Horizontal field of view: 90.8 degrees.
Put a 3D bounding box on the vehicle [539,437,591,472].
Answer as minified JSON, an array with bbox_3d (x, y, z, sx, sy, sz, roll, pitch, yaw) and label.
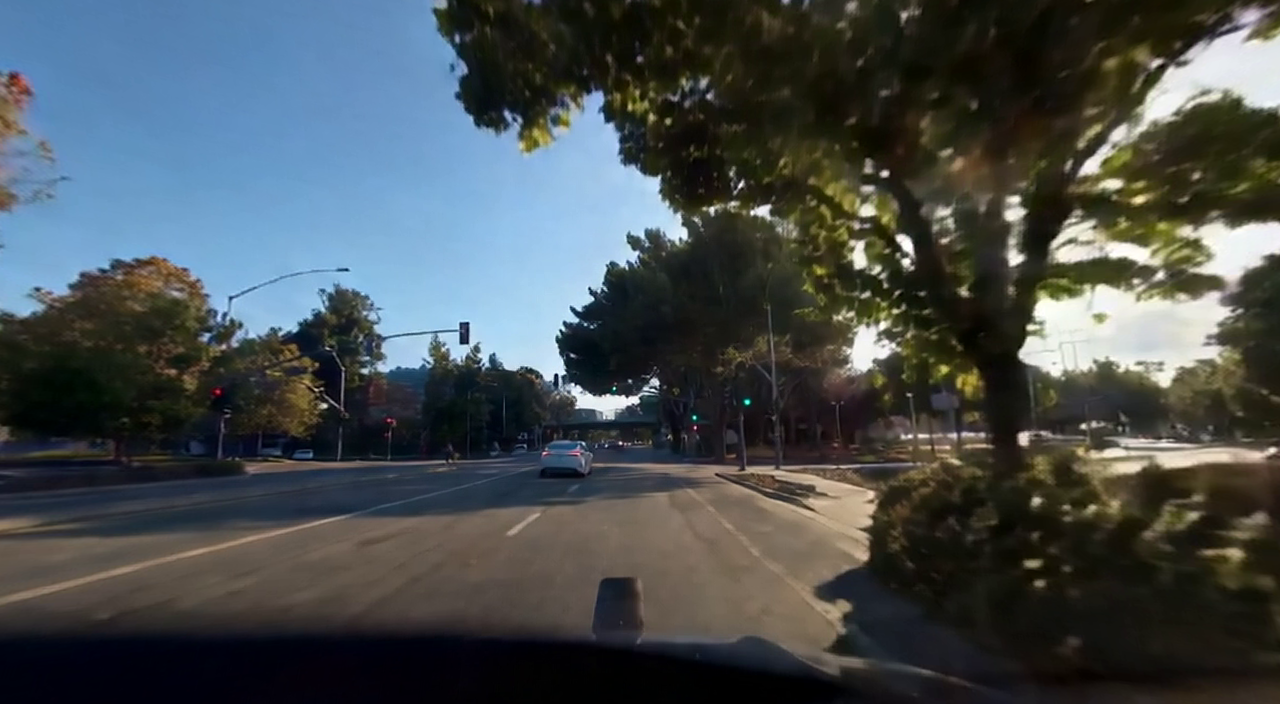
[{"bbox_3d":[-3.604,5.041,31.332,2.076,1.599,4.483,0,-9,-1],"label":"vehicle"}]
